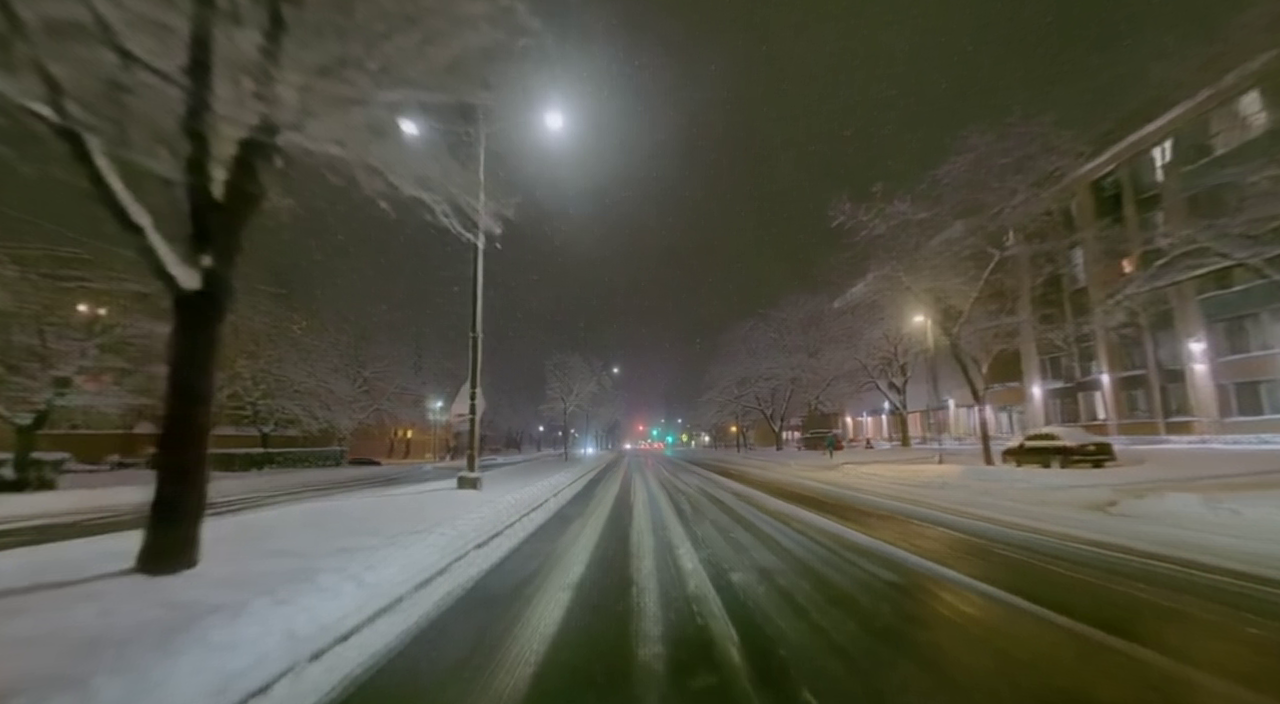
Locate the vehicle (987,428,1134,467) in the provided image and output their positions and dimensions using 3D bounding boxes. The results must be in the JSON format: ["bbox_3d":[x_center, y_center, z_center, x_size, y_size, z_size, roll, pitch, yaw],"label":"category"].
[{"bbox_3d":[16.939,3.876,25.615,4.505,1.498,2.068,0,-8,-3],"label":"vehicle"}]
